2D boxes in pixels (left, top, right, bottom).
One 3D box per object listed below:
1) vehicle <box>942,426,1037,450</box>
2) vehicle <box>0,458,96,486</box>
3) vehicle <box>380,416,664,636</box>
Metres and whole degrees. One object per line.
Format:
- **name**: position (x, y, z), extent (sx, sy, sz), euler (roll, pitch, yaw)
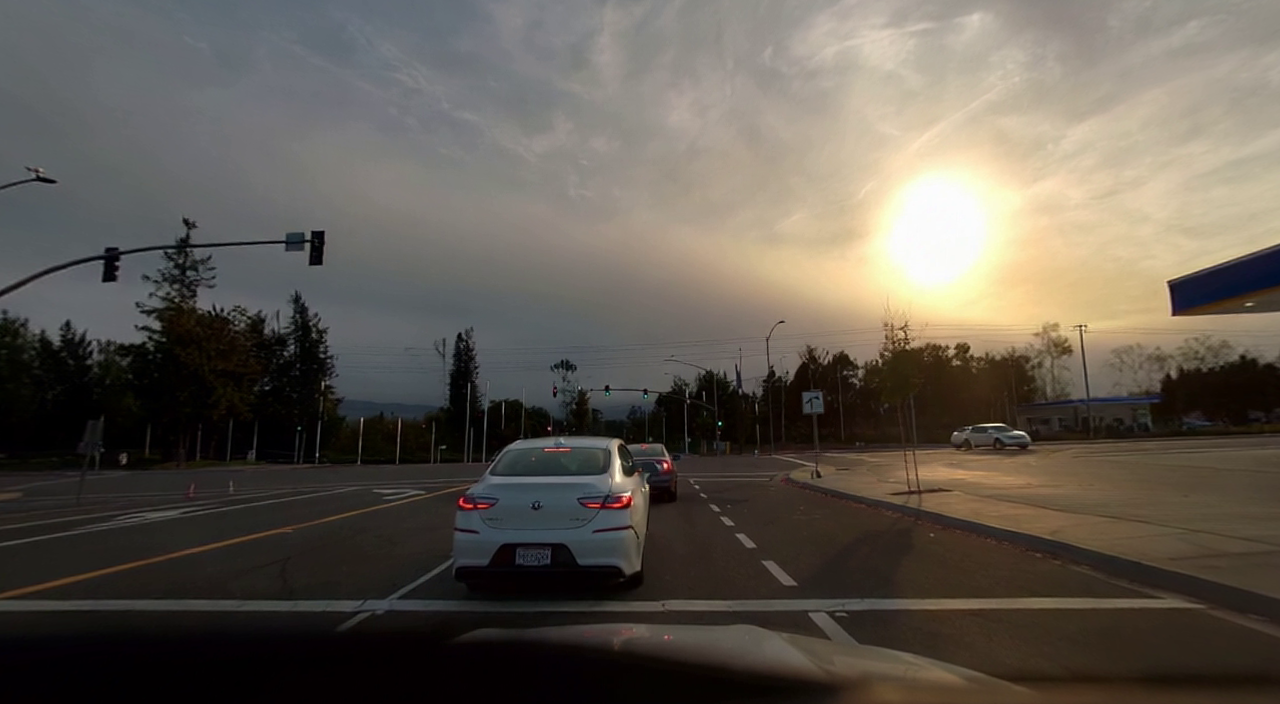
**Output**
- **vehicle**: position (22.428, 5.531, 40.639), extent (4.874, 1.502, 2.048), euler (0, -8, -1)
- **vehicle**: position (-35.122, 6.990, 37.079), extent (1.796, 1.440, 4.802), euler (-1, -8, 4)
- **vehicle**: position (-0.752, 1.541, 6.709), extent (1.916, 1.510, 4.447), euler (-1, -8, 3)
